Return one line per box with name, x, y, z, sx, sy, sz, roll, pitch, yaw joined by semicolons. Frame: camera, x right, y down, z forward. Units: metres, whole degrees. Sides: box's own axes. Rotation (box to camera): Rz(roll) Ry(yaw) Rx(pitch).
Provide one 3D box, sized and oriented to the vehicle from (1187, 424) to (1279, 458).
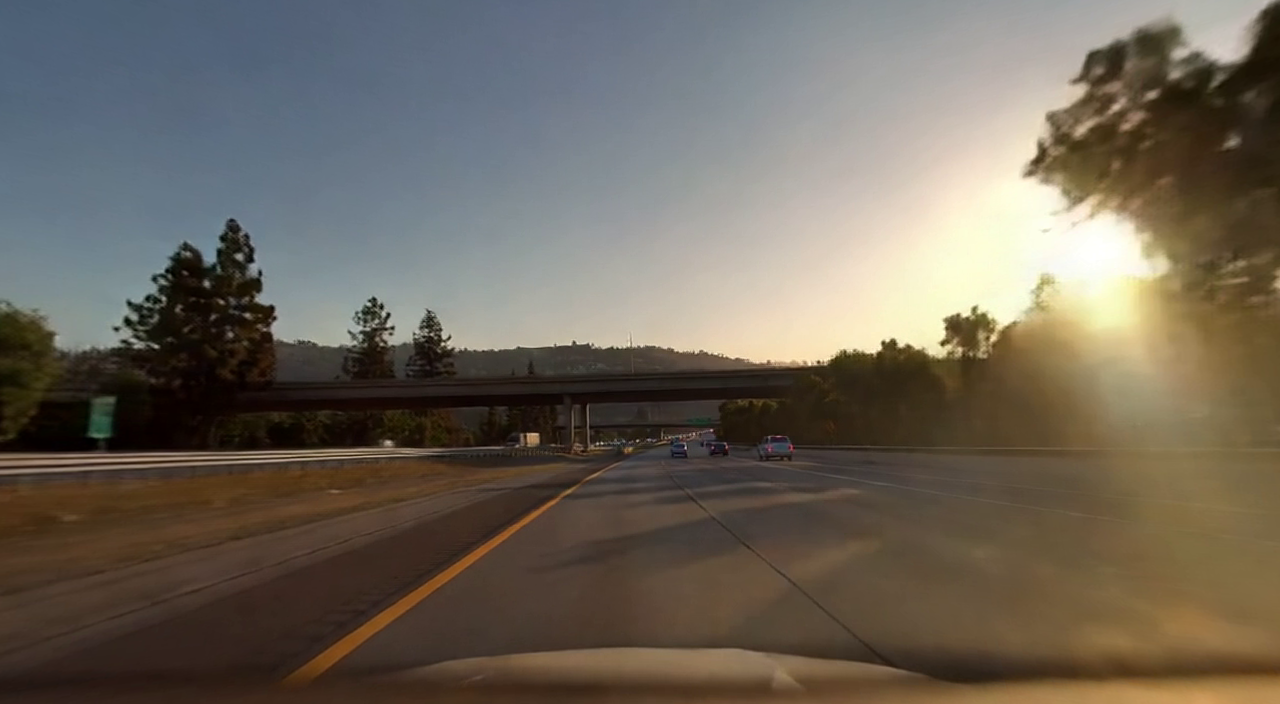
vehicle;29.021;4.200;29.755;1.967;1.491;4.970;0;-9;-1
